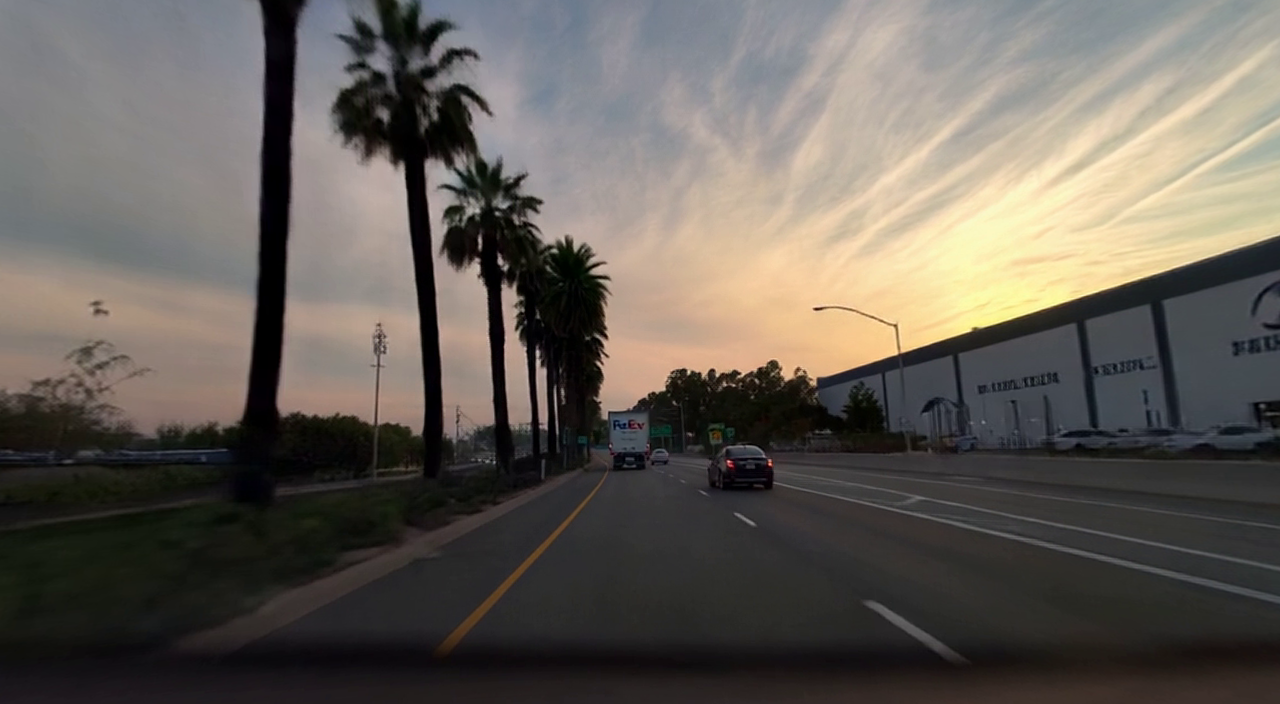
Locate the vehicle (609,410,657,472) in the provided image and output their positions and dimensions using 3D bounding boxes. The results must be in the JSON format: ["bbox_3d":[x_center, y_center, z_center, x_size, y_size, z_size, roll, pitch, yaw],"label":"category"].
[{"bbox_3d":[-0.611,6.931,48.548,3.243,4.134,11.656,0,-9,-1],"label":"vehicle"}]

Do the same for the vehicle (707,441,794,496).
[{"bbox_3d":[3.448,3.719,20.422,1.966,1.558,4.238,0,-9,-1],"label":"vehicle"}]
